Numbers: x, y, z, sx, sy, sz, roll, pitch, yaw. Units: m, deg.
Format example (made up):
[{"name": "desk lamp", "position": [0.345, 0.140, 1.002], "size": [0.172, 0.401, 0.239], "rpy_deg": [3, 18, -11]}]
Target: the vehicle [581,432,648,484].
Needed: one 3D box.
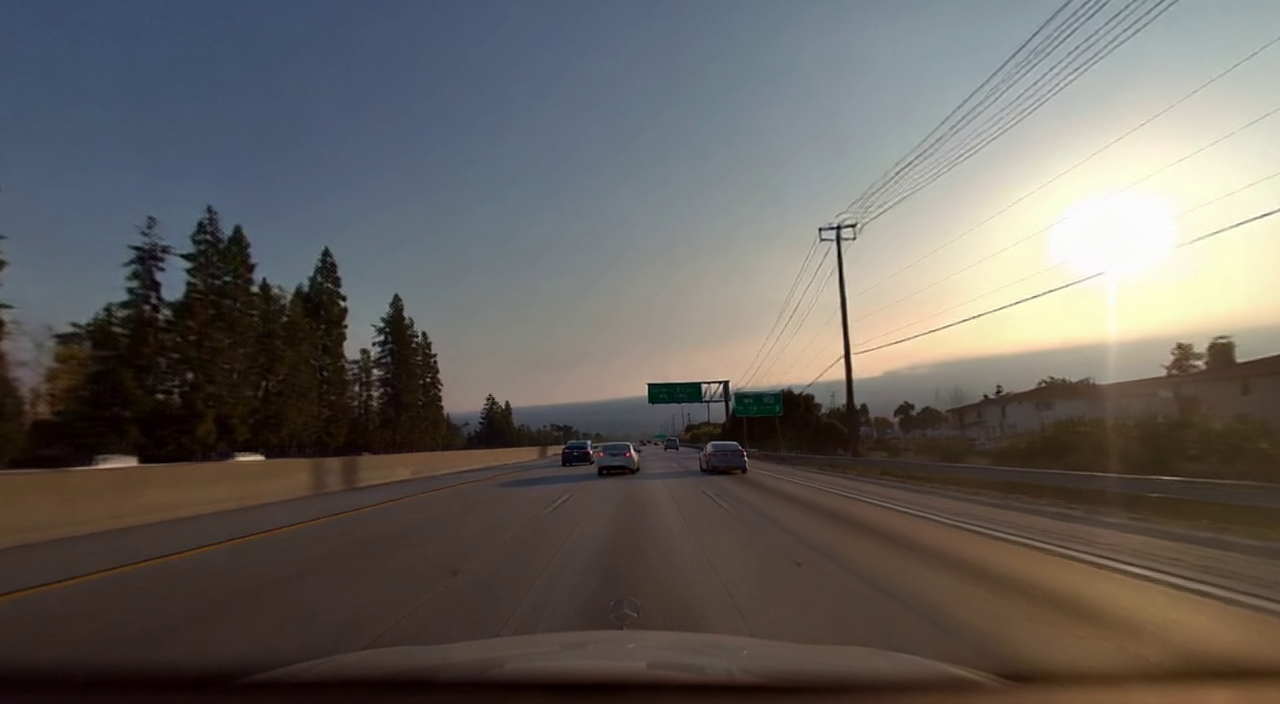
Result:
[{"name": "vehicle", "position": [-0.780, 3.636, 21.939], "size": [2.049, 1.620, 4.153], "rpy_deg": [0, -8, 1]}]

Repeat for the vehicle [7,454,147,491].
[{"name": "vehicle", "position": [-31.573, 6.737, 35.713], "size": [2.243, 1.760, 6.078], "rpy_deg": [0, -8, 1]}]

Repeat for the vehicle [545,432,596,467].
[{"name": "vehicle", "position": [-3.755, 5.359, 34.762], "size": [2.217, 1.773, 4.553], "rpy_deg": [0, -8, 1]}]

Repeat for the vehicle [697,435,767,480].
[{"name": "vehicle", "position": [3.385, 3.960, 23.931], "size": [1.996, 1.579, 3.841], "rpy_deg": [0, -8, -1]}]
